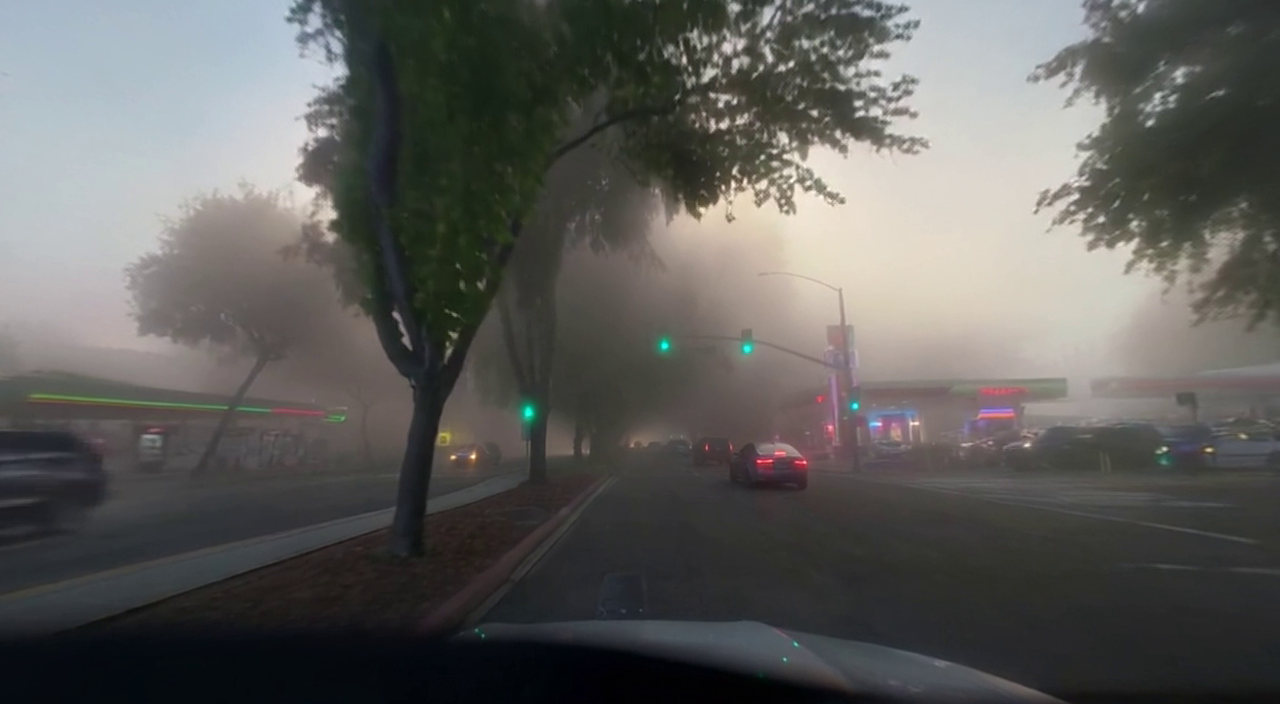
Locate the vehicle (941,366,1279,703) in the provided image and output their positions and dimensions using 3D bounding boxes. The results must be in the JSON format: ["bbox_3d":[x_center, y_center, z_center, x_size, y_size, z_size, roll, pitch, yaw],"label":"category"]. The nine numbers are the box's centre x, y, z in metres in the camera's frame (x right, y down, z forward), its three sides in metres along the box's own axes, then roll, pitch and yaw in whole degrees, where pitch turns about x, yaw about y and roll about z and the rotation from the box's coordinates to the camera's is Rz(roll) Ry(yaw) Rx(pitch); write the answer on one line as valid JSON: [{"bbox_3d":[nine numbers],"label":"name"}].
[{"bbox_3d":[3.819,1.006,3.546,1.875,1.665,4.931,0,-8,1],"label":"vehicle"}]

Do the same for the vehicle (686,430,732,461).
[{"bbox_3d":[4.776,6.579,44.313,2.611,1.983,5.165,0,-8,0],"label":"vehicle"}]

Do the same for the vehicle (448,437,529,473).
[{"bbox_3d":[-7.673,5.264,32.532,2.842,1.476,4.980,-3,-7,1],"label":"vehicle"}]

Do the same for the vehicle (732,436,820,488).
[{"bbox_3d":[4.119,3.386,19.783,1.871,1.442,4.122,0,-8,0],"label":"vehicle"}]

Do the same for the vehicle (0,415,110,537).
[{"bbox_3d":[-11.261,1.944,9.778,2.416,1.903,4.339,0,-7,-3],"label":"vehicle"}]
